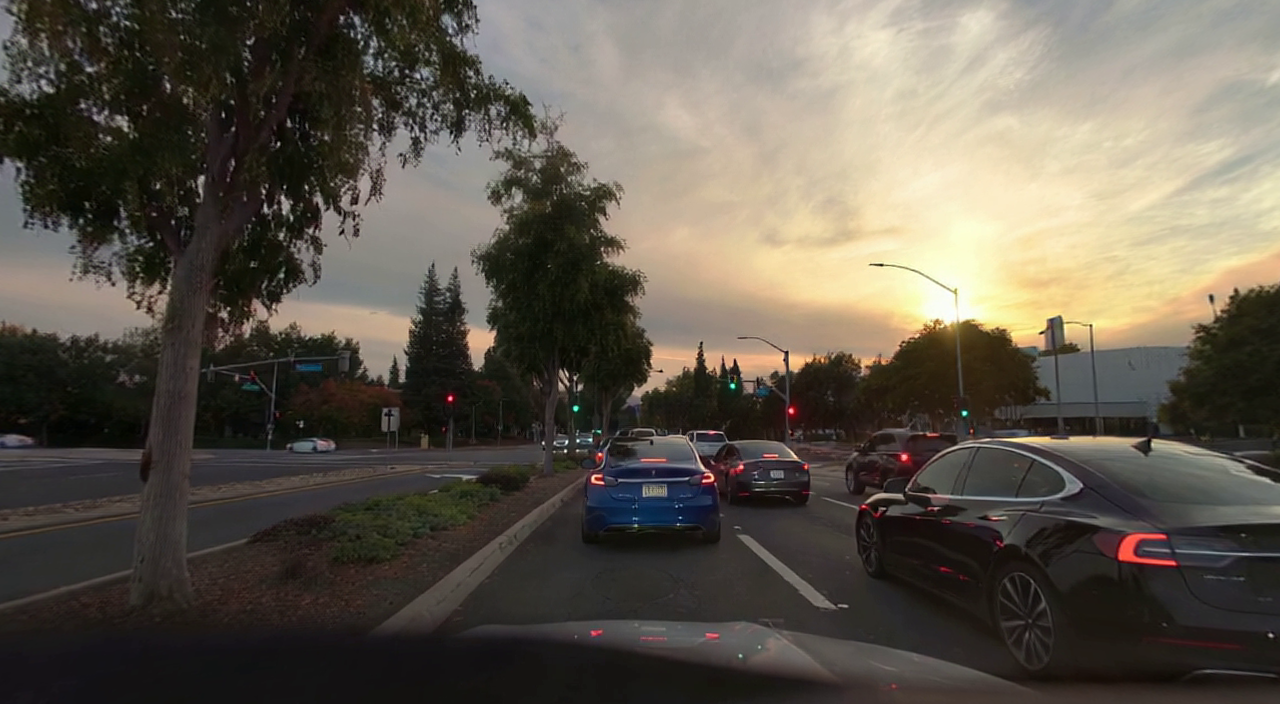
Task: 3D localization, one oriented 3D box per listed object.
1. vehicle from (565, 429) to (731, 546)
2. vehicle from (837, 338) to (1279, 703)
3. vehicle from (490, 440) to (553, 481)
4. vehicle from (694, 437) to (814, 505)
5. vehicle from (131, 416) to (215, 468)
[{"bbox_3d":[0.032,2.071,10.391,2.147,1.499,4.240,0,-8,-2],"label":"vehicle"},{"bbox_3d":[3.188,1.105,4.306,2.167,1.676,4.443,0,-8,-1],"label":"vehicle"},{"bbox_3d":[-4.630,4.285,25.261,1.972,1.457,4.171,0,-8,-4],"label":"vehicle"},{"bbox_3d":[2.700,2.932,16.032,2.058,1.466,4.208,0,-8,-3],"label":"vehicle"},{"bbox_3d":[-29.249,5.628,39.714,2.608,2.990,3.026,2,-8,2],"label":"vehicle"}]
